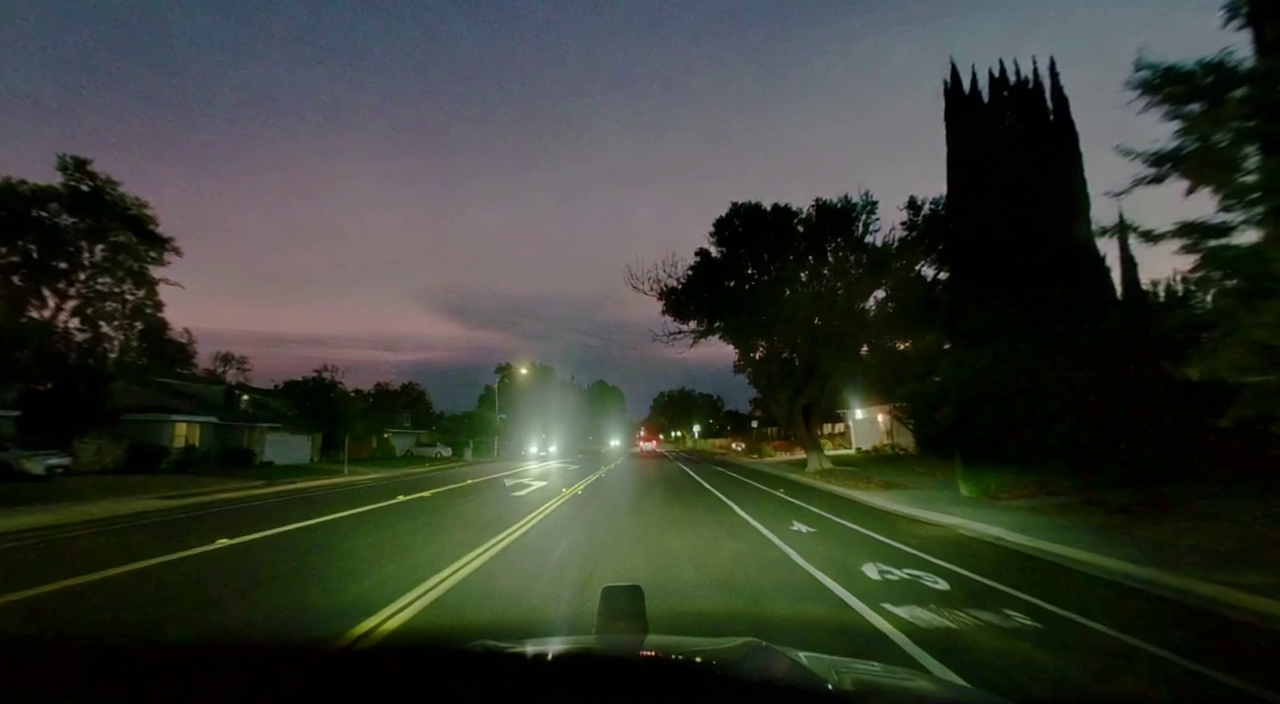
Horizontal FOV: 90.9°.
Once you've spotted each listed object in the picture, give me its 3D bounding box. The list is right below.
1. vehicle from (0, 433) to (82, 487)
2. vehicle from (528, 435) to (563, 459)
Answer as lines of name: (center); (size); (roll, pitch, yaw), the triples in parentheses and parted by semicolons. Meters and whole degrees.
vehicle: (-20.697, 3.496, 20.621); (1.930, 1.617, 4.076); (2, -9, -15)
vehicle: (-7.129, 7.195, 47.855); (1.977, 1.753, 4.128); (0, -8, 1)
